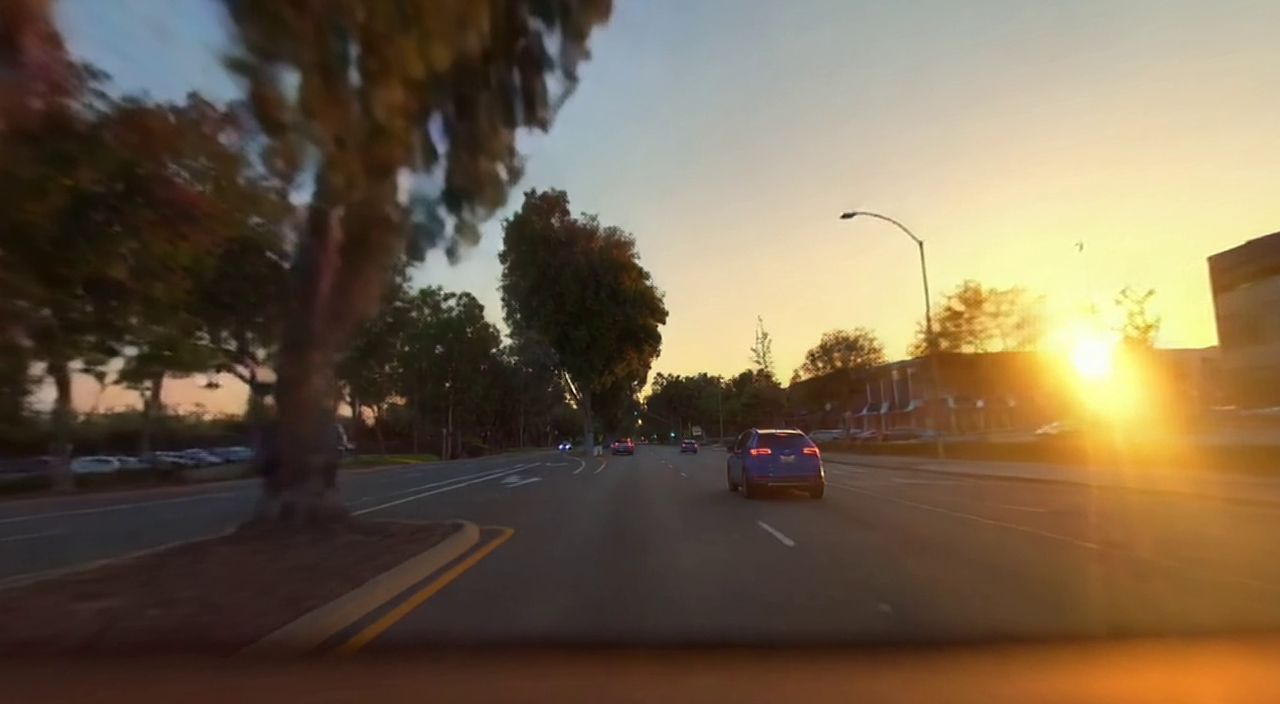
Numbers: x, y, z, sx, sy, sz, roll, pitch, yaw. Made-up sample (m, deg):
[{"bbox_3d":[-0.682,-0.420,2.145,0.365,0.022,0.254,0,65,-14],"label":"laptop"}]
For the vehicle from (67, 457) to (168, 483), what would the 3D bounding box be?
[{"bbox_3d":[-30.507,6.902,36.986,4.070,1.399,2.041,0,-8,0],"label":"vehicle"}]

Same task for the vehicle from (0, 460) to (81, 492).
[{"bbox_3d":[-30.859,6.141,31.302,4.415,1.418,1.961,0,-8,-1],"label":"vehicle"}]

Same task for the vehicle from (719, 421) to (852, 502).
[{"bbox_3d":[3.293,2.569,15.265,2.060,1.665,4.284,0,-8,-2],"label":"vehicle"}]

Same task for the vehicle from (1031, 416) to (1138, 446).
[{"bbox_3d":[34.157,6.092,48.660,6.681,2.063,2.342,-1,-7,-6],"label":"vehicle"}]
